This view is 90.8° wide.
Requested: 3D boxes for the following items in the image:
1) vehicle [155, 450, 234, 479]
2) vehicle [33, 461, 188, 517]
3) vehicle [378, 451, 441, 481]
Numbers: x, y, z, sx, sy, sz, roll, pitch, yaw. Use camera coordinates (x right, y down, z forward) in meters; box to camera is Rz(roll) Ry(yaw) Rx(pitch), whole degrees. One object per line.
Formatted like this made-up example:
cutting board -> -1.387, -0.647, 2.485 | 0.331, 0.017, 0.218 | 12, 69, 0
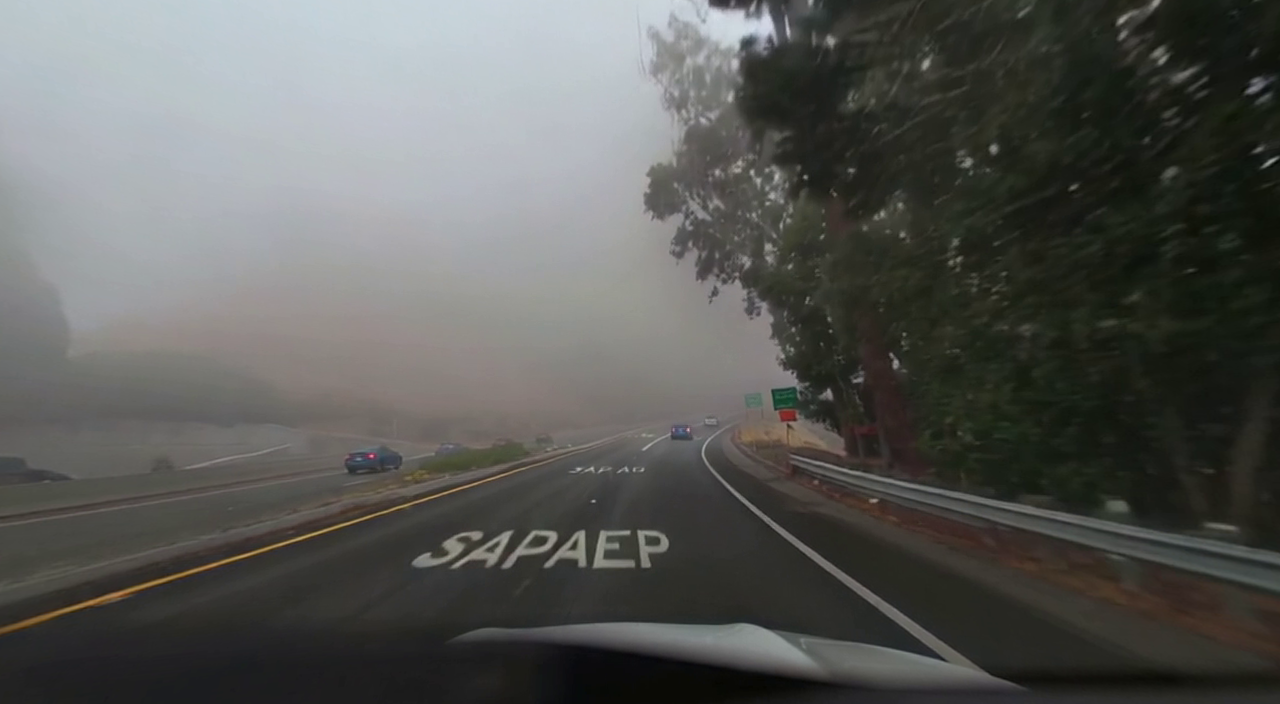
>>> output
vehicle -> -31.791, 8.015, 45.288 | 2.098, 1.856, 4.746 | -1, -8, 2
vehicle -> -19.613, 5.051, 23.723 | 1.956, 1.716, 4.330 | -1, -8, 2
vehicle -> -15.040, 7.434, 41.488 | 2.227, 1.760, 4.507 | -1, -8, 3
